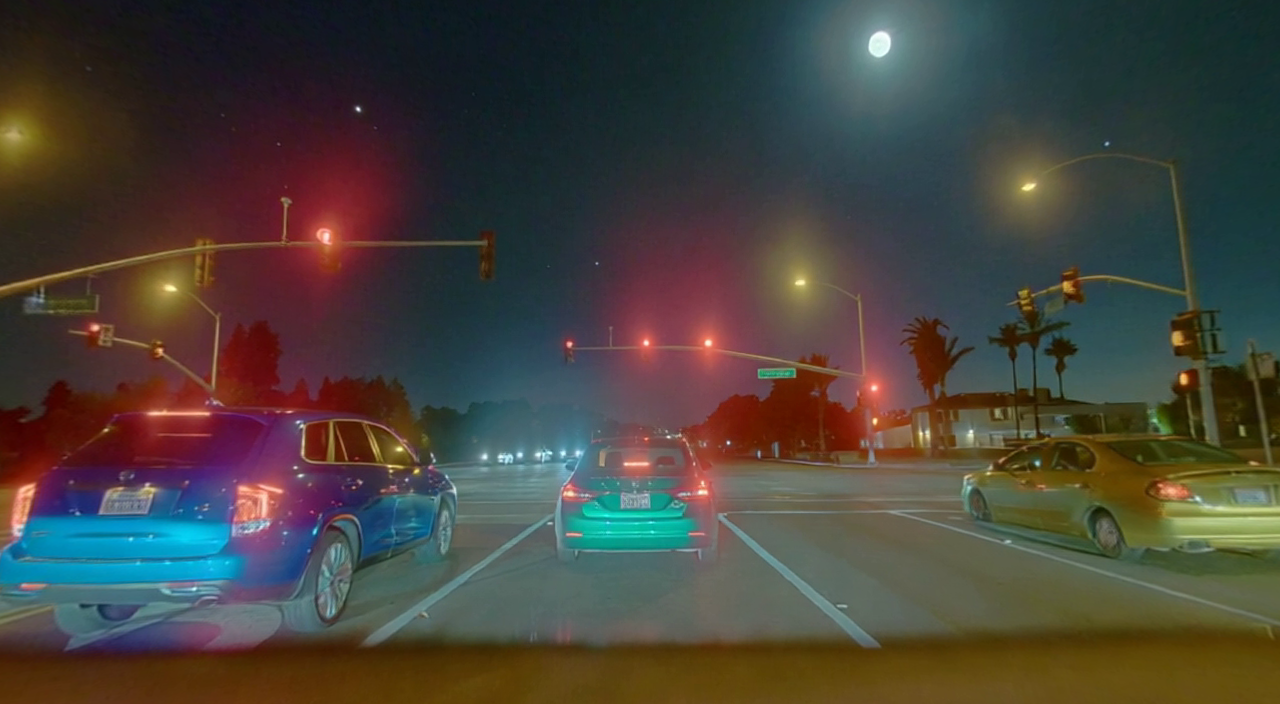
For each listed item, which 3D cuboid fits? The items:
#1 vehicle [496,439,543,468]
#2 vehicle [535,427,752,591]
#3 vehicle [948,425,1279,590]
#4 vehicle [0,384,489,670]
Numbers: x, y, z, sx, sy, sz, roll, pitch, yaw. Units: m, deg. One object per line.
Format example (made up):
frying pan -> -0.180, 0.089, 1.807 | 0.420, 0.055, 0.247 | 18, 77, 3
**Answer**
vehicle -> -7.943, 6.706, 42.036 | 2.130, 1.810, 4.450 | -2, -8, 1
vehicle -> -0.002, 1.707, 7.719 | 1.942, 1.445, 3.973 | 0, -8, -1
vehicle -> 6.088, 1.760, 8.100 | 1.970, 1.489, 4.482 | 0, -8, -1
vehicle -> -3.104, 1.369, 6.071 | 2.051, 1.682, 4.467 | 0, -8, 2
